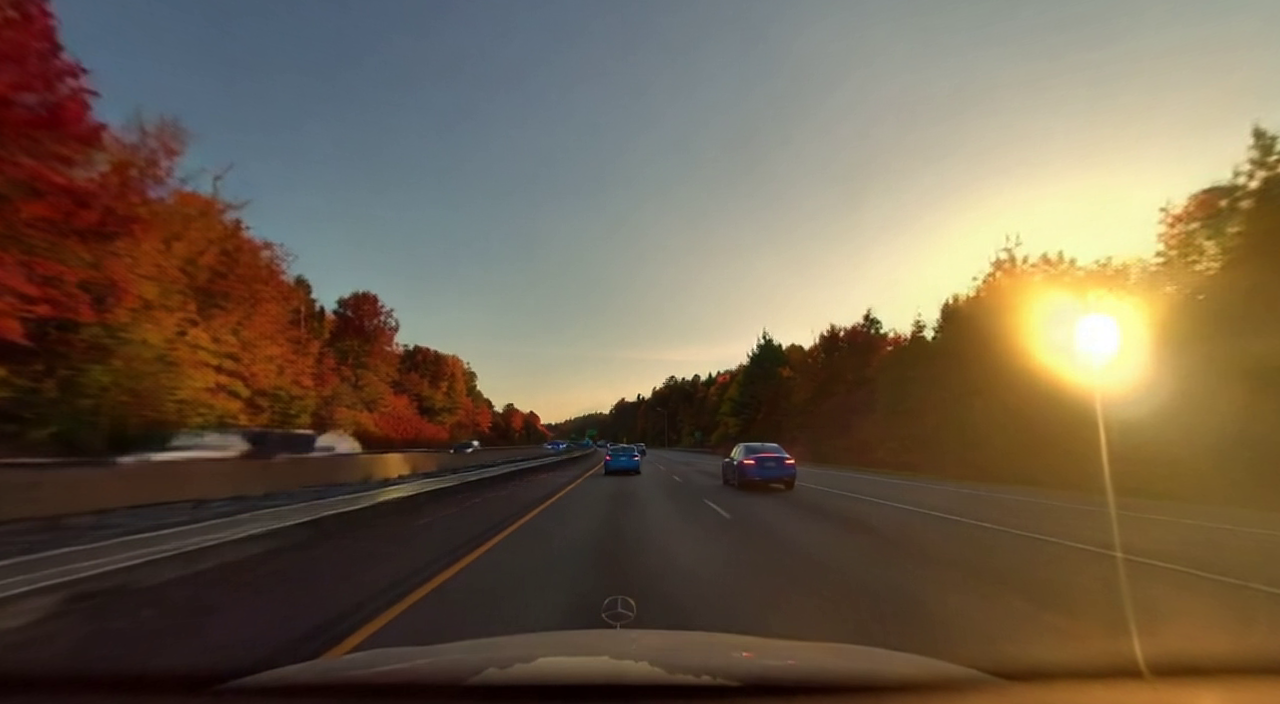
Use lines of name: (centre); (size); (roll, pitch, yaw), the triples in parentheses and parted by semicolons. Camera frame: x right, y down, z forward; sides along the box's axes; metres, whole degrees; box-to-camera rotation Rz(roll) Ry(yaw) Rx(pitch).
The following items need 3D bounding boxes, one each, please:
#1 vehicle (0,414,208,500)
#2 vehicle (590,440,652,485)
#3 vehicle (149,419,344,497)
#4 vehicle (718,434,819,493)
vehicle: (-13.220, 2.518, 15.171); (2.213, 1.731, 4.671); (-1, -9, -1)
vehicle: (-0.688, 4.168, 23.867); (2.128, 1.516, 4.410); (-1, -9, -1)
vehicle: (-9.641, 2.652, 15.953); (2.044, 1.661, 4.534); (-1, -9, -1)
vehicle: (3.836, 3.441, 19.583); (2.300, 1.595, 4.144); (-1, -9, 0)
